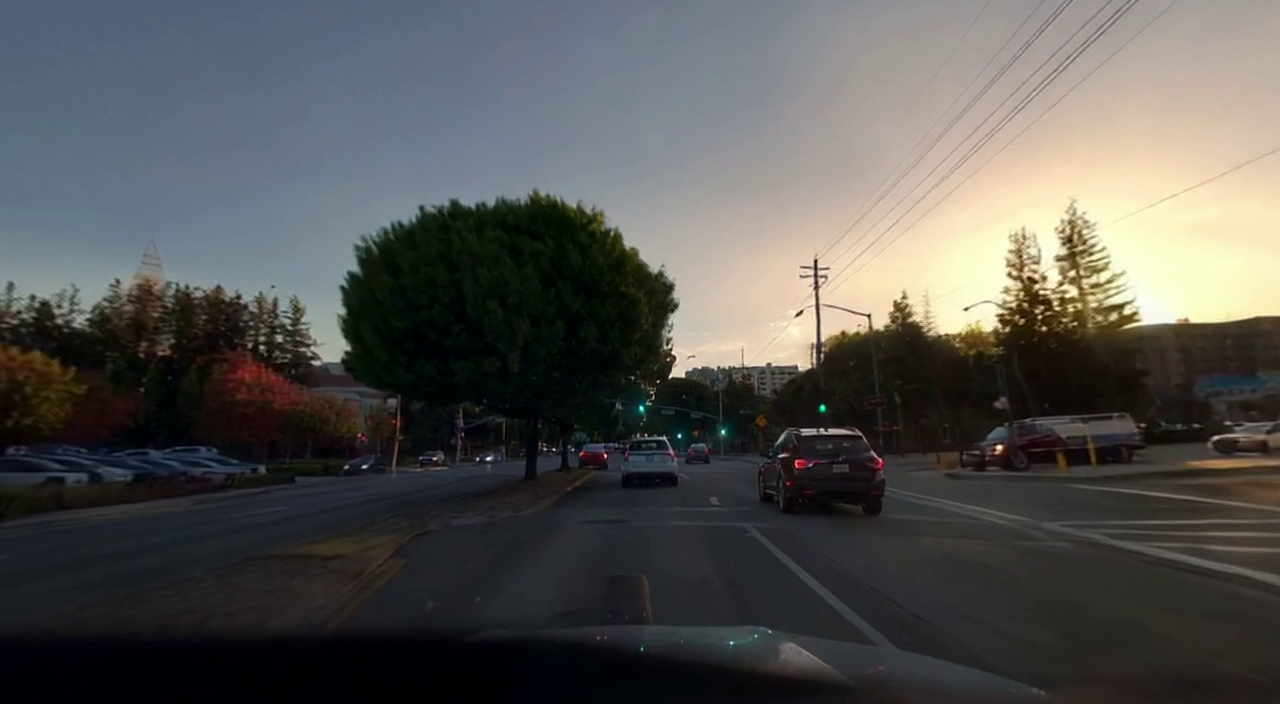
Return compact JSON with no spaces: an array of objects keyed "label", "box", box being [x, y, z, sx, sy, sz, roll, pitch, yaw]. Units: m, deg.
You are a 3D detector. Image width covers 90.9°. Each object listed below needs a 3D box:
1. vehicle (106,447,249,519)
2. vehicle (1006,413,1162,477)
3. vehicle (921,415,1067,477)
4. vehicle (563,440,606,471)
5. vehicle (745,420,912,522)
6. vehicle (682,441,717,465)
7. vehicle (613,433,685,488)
[{"label":"vehicle","box":[-11.786,3.337,16.443,2.006,1.510,4.290,2,-10,-23]},{"label":"vehicle","box":[14.286,3.052,20.709,2.146,1.837,4.512,-1,-8,6]},{"label":"vehicle","box":[11.671,3.164,21.300,2.238,1.845,4.874,-1,-8,3]},{"label":"vehicle","box":[-2.892,5.455,33.426,2.104,1.488,4.546,0,-8,-4]},{"label":"vehicle","box":[3.588,2.359,13.030,2.024,1.711,4.512,0,-8,0]},{"label":"vehicle","box":[4.025,6.902,43.276,1.880,1.503,4.130,0,-8,-1]},{"label":"vehicle","box":[0.284,3.600,21.236,2.200,1.653,4.127,0,-8,0]}]
